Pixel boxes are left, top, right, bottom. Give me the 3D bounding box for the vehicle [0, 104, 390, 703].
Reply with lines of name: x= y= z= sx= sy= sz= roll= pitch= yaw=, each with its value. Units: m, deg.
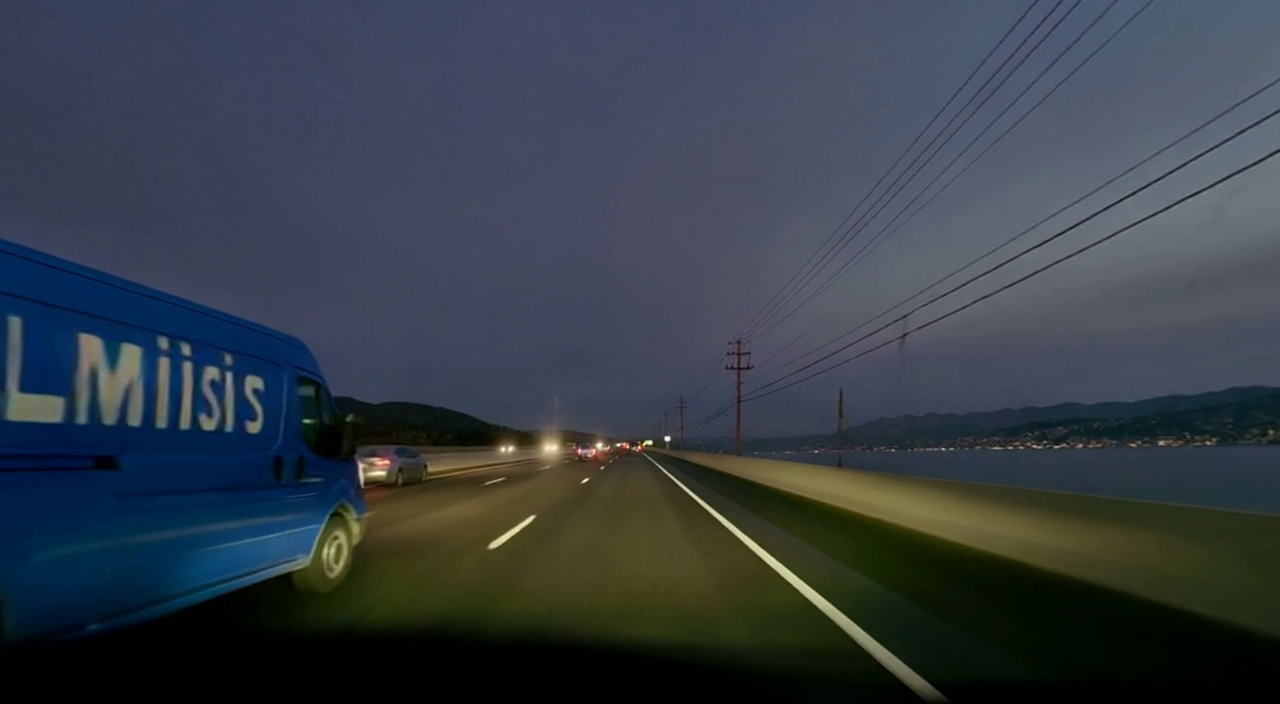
vehicle: x=-3.826 y=0.463 z=3.288 sx=2.331 sy=2.757 sz=6.581 roll=0 pitch=-8 yaw=0
